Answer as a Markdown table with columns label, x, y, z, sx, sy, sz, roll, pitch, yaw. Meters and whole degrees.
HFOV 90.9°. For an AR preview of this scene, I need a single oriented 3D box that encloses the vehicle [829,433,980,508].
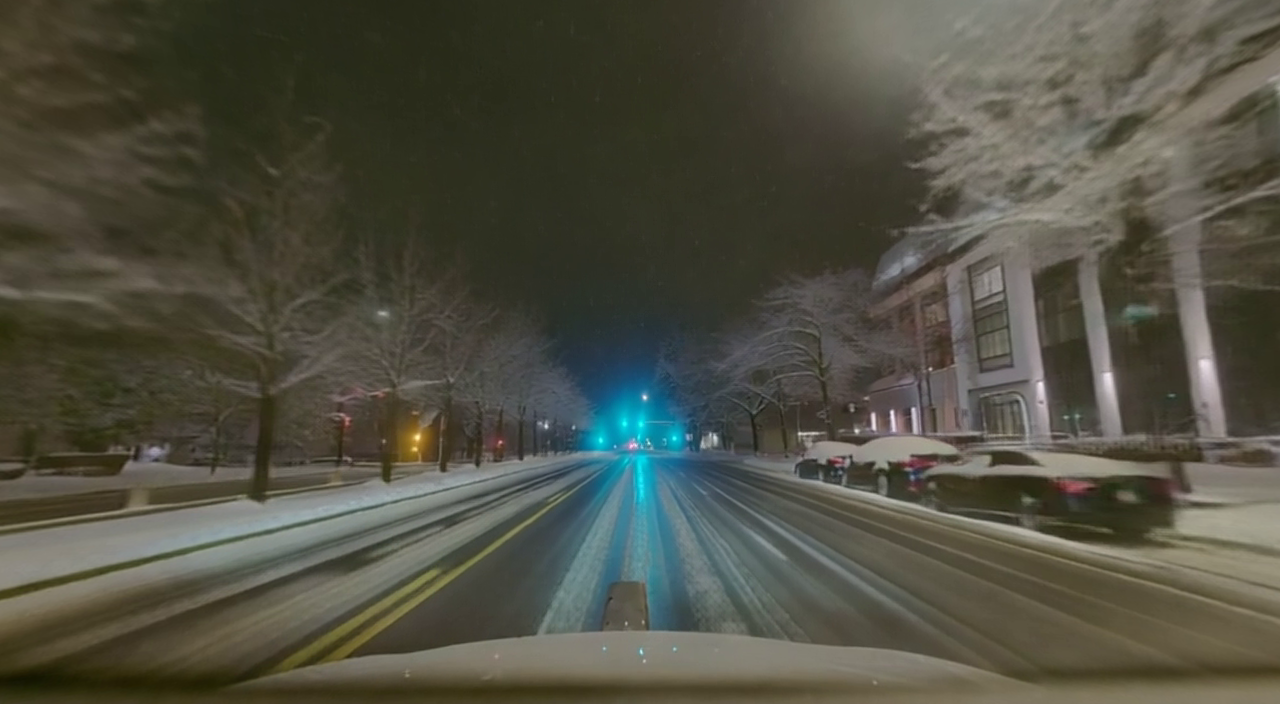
| label | x | y | z | sx | sy | sz | roll | pitch | yaw |
| --- | --- | --- | --- | --- | --- | --- | --- | --- | --- |
| vehicle | 6.687 | 3.027 | 16.666 | 1.980 | 1.675 | 4.854 | 0 | -8 | 1 |

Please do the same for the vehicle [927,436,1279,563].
| label | x | y | z | sx | sy | sz | roll | pitch | yaw |
| --- | --- | --- | --- | --- | --- | --- | --- | --- | --- |
| vehicle | 6.554 | 2.090 | 9.873 | 1.847 | 1.472 | 4.846 | 0 | -8 | 0 |
